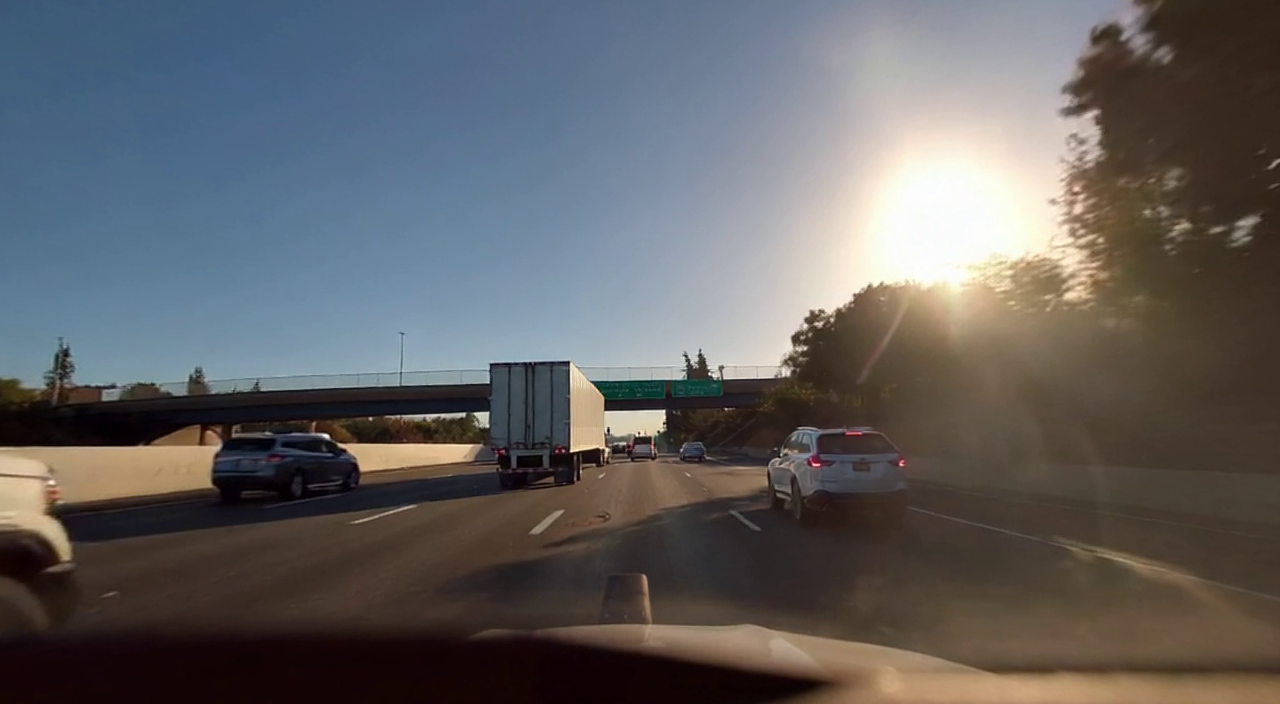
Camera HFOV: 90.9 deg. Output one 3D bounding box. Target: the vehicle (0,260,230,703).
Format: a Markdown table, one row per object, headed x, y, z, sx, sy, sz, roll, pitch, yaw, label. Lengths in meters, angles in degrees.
| x | y | z | sx | sy | sz | roll | pitch | yaw | label |
| --- | --- | --- | --- | --- | --- | --- | --- | --- | --- |
| -3.623 | 0.389 | 0.114 | 2.645 | 2.023 | 6.491 | 0 | -8 | 1 | vehicle |

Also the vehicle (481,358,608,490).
| x | y | z | sx | sy | sz | roll | pitch | yaw | label |
| --- | --- | --- | --- | --- | --- | --- | --- | --- | --- |
| -3.353 | 3.367 | 27.435 | 2.869 | 4.108 | 15.564 | 0 | -8 | 1 | vehicle |

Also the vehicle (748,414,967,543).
| x | y | z | sx | sy | sz | roll | pitch | yaw | label |
| --- | --- | --- | --- | --- | --- | --- | --- | --- | --- |
| 3.214 | 1.970 | 10.457 | 2.028 | 1.658 | 4.334 | 0 | -8 | -1 | vehicle |

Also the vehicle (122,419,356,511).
| x | y | z | sx | sy | sz | roll | pitch | yaw | label |
| --- | --- | --- | --- | --- | --- | --- | --- | --- | --- |
| -10.374 | 2.985 | 17.209 | 2.388 | 2.031 | 5.951 | -1 | -8 | 1 | vehicle |

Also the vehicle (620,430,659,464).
| x | y | z | sx | sy | sz | roll | pitch | yaw | label |
| --- | --- | --- | --- | --- | --- | --- | --- | --- | --- |
| -0.032 | 7.431 | 49.139 | 2.848 | 2.453 | 5.509 | 0 | -8 | 1 | vehicle |
